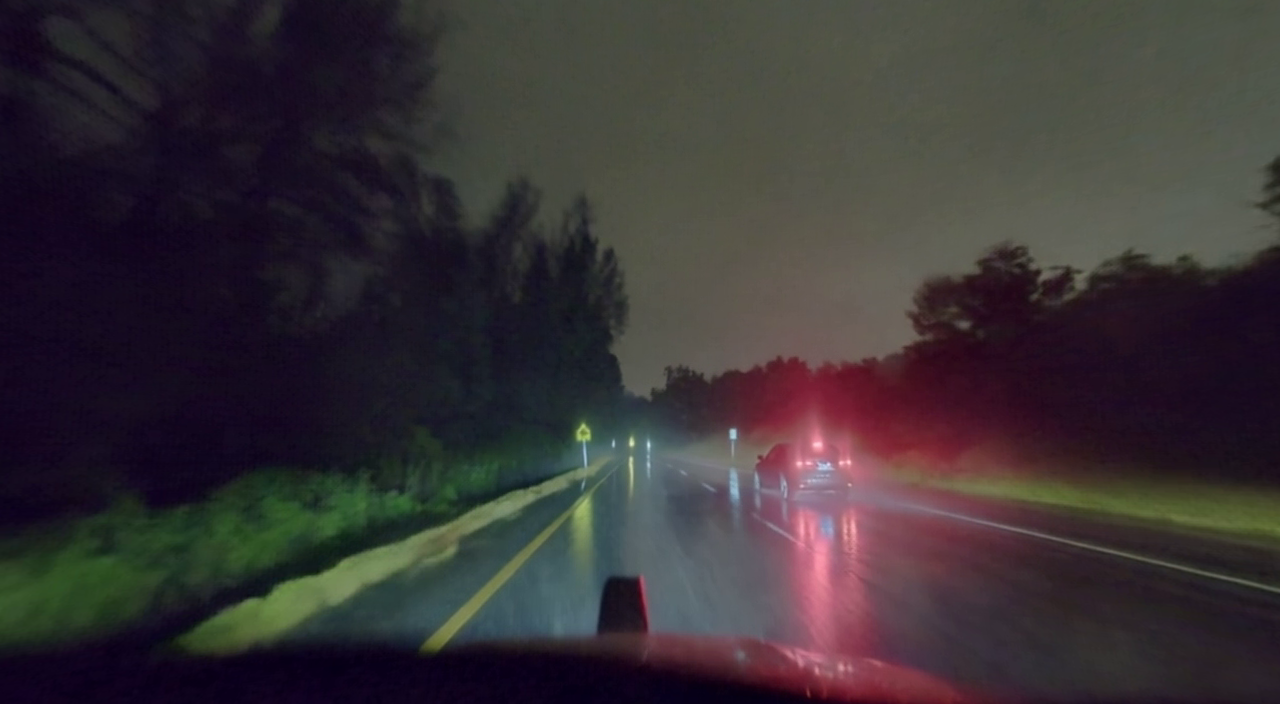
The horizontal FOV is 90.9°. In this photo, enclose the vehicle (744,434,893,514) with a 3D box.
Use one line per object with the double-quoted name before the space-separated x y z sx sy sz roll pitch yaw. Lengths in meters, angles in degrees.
"vehicle" 3.719 2.629 14.094 2.003 1.466 4.441 0 -8 0
